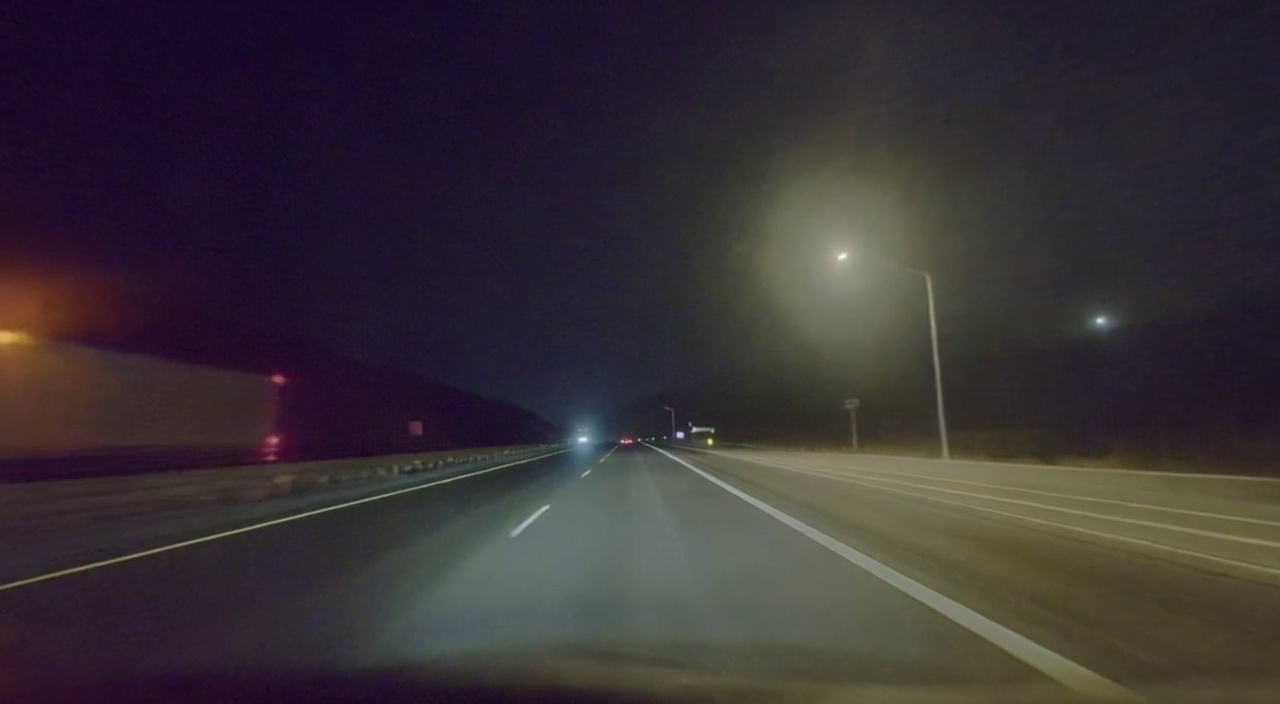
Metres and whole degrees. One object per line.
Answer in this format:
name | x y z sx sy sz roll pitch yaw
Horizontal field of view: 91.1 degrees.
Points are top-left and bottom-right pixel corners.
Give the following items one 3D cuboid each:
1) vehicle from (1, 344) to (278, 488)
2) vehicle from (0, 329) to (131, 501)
vehicle | -17.050 2.419 22.665 2.893 4.181 8.544 0 -8 -1
vehicle | -16.882 1.253 13.140 3.032 4.098 11.458 0 -8 -1
